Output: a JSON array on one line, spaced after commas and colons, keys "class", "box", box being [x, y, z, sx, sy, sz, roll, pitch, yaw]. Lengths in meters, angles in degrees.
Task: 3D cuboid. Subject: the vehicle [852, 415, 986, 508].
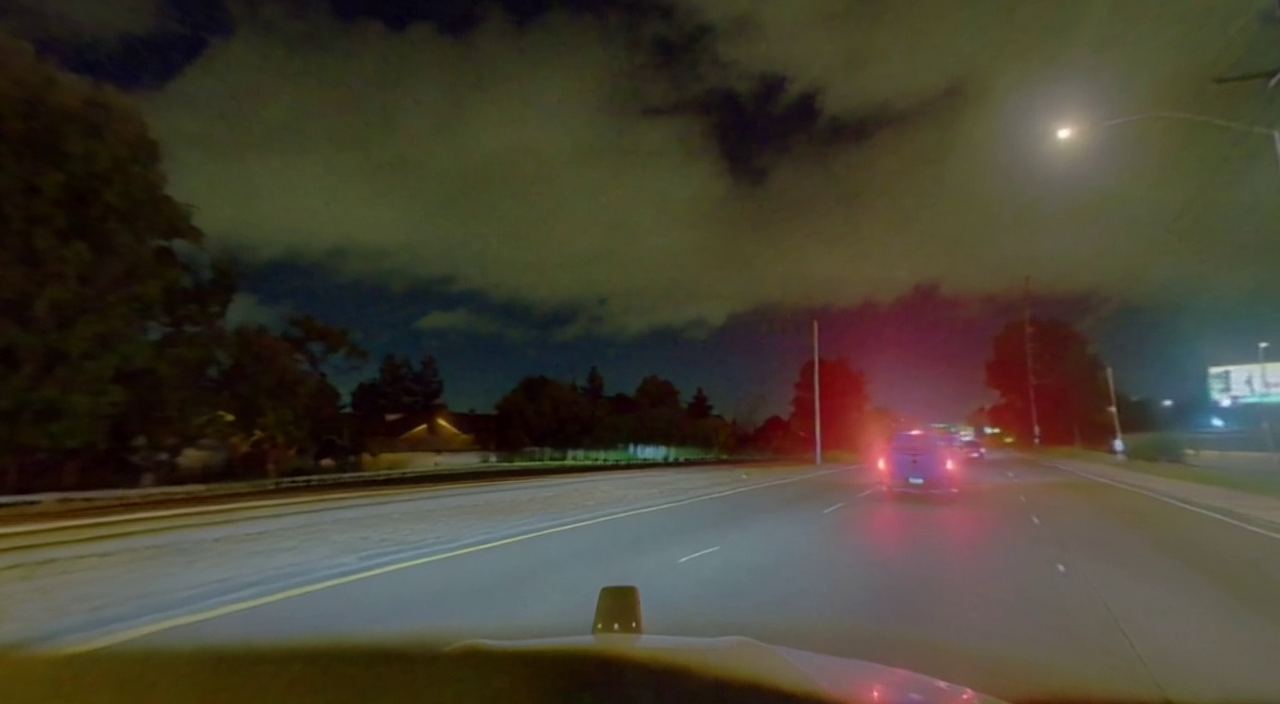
[{"class": "vehicle", "box": [7.254, 2.667, 16.052, 2.404, 1.926, 5.251, -5, -9, 30]}]
